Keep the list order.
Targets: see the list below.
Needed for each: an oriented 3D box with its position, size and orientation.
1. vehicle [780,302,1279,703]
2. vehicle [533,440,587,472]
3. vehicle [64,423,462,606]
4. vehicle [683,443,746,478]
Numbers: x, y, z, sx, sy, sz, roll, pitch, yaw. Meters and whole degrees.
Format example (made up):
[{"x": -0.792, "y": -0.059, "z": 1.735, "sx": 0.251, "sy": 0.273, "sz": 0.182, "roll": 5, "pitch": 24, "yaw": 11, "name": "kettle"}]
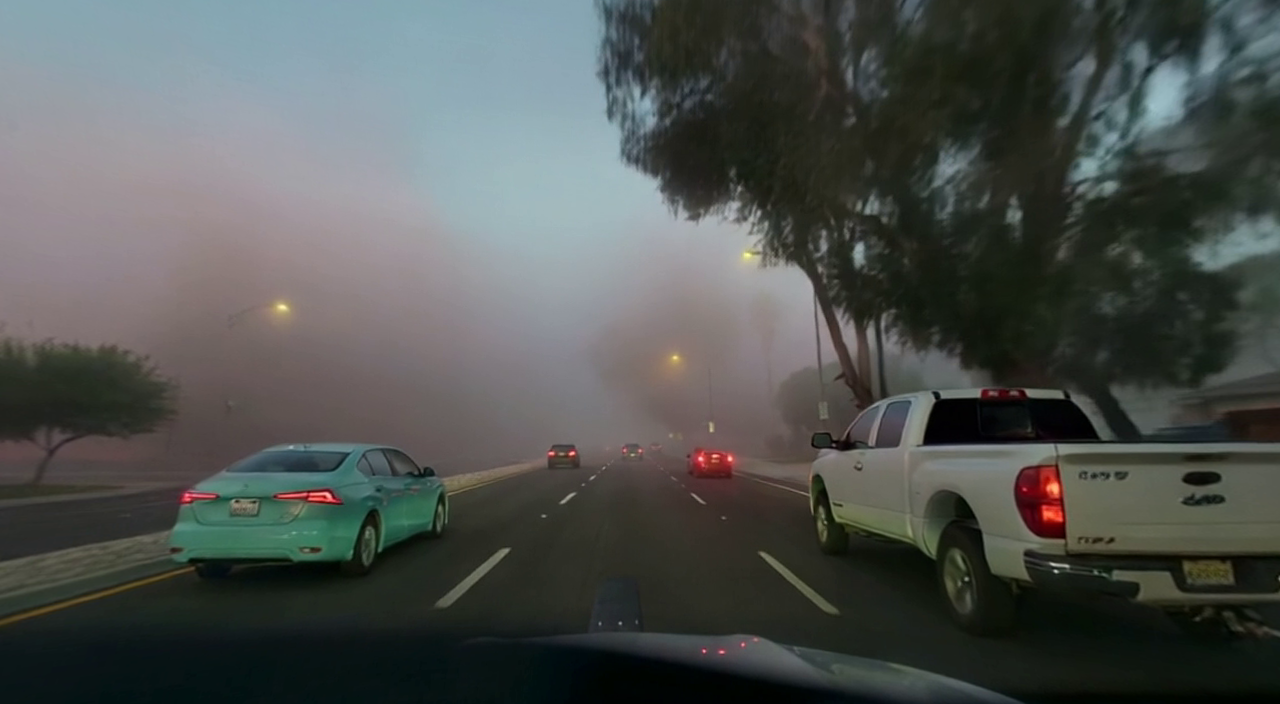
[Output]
[{"x": 3.250, "y": 1.178, "z": 5.883, "sx": 2.478, "sy": 2.030, "sz": 5.723, "roll": 0, "pitch": -8, "yaw": -1, "name": "vehicle"}, {"x": -4.116, "y": 5.453, "z": 33.425, "sx": 2.263, "sy": 1.548, "sz": 4.555, "roll": 0, "pitch": -8, "yaw": 0, "name": "vehicle"}, {"x": -3.759, "y": 1.673, "z": 7.485, "sx": 2.094, "sy": 1.509, "sz": 4.286, "roll": 0, "pitch": -8, "yaw": -1, "name": "vehicle"}, {"x": 3.258, "y": 4.874, "z": 28.736, "sx": 2.149, "sy": 1.421, "sz": 4.805, "roll": 0, "pitch": -8, "yaw": -2, "name": "vehicle"}]
